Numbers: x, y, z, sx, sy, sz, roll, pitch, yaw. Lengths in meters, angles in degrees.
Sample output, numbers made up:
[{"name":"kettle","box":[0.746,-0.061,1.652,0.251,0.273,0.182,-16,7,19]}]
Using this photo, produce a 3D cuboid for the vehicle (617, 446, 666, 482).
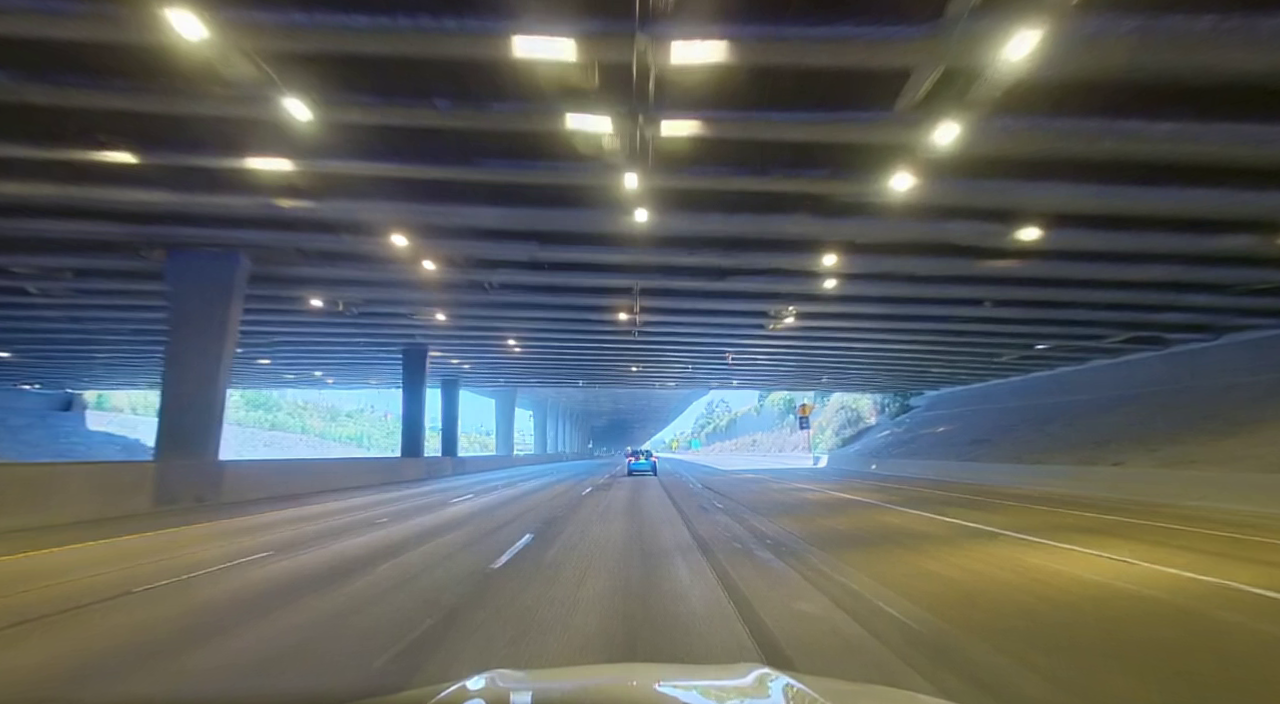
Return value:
[{"name":"vehicle","box":[-0.007,5.067,28.813,2.055,1.501,4.321,0,-9,-2]}]

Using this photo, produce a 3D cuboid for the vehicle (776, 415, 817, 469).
[{"name":"vehicle","box":[11.056,6.414,44.546,2.135,3.652,2.845,-1,-9,2]}]
